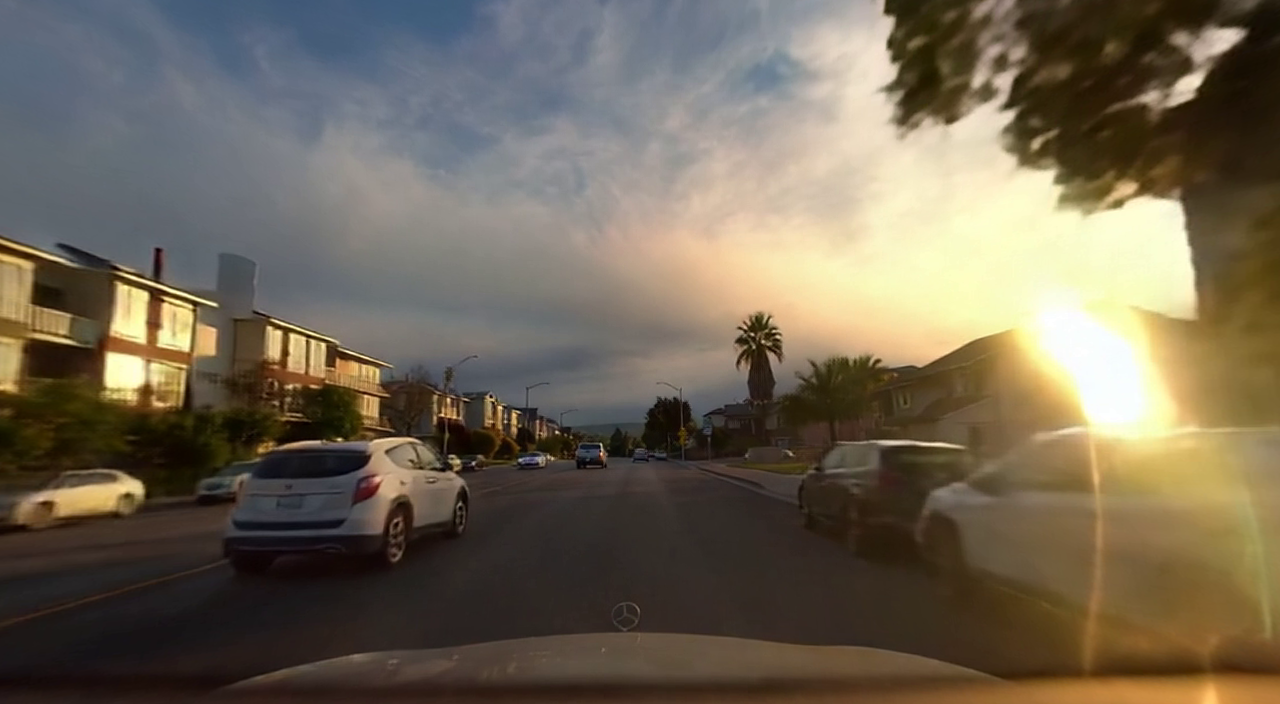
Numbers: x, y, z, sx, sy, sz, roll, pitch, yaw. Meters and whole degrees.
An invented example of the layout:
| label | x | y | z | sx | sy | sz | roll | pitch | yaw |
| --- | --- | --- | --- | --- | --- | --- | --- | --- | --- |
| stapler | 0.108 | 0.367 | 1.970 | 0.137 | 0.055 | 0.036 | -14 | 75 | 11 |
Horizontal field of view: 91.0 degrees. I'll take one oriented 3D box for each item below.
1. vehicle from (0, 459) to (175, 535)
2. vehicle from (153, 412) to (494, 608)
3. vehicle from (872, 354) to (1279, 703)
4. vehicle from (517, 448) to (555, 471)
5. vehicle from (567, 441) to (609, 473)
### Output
| label | x | y | z | sx | sy | sz | roll | pitch | yaw |
| --- | --- | --- | --- | --- | --- | --- | --- | --- | --- |
| vehicle | -13.853 | 3.437 | 15.320 | 1.811 | 1.452 | 4.322 | -3 | -8 | -1 |
| vehicle | -3.179 | 1.657 | 7.434 | 1.929 | 1.651 | 3.948 | 0 | -9 | 0 |
| vehicle | 3.708 | 1.167 | 4.298 | 2.125 | 1.768 | 5.544 | 0 | -9 | 0 |
| vehicle | -7.436 | 7.728 | 45.476 | 1.979 | 1.500 | 4.383 | 0 | -9 | 0 |
| vehicle | -3.126 | 6.399 | 38.670 | 1.994 | 1.810 | 5.057 | 0 | -9 | 2 |
